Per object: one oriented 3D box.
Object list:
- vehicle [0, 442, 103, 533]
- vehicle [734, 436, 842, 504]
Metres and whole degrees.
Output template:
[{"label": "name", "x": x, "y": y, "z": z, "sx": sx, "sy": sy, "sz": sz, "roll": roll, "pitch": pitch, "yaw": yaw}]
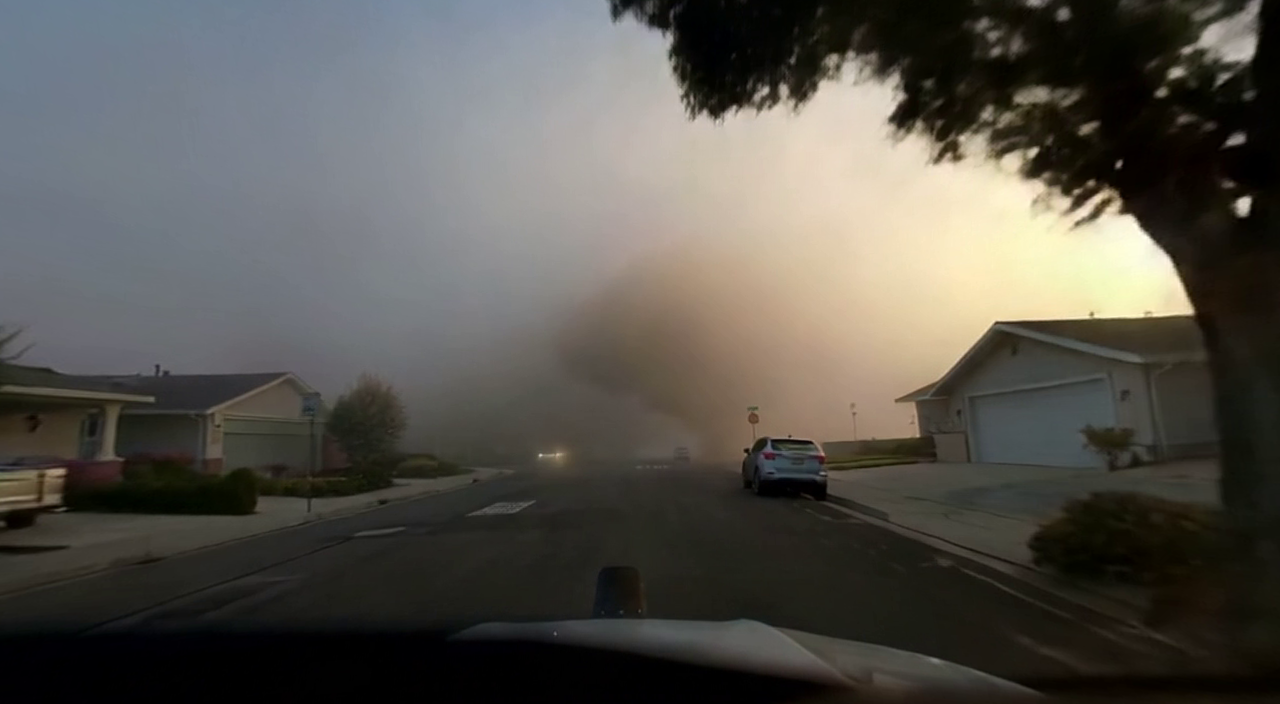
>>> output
[{"label": "vehicle", "x": -12.898, "y": 2.375, "z": 11.339, "sx": 4.615, "sy": 1.491, "sz": 2.025, "roll": 0, "pitch": -9, "yaw": 0}, {"label": "vehicle", "x": 3.710, "y": 3.024, "z": 16.579, "sx": 1.975, "sy": 1.528, "sz": 4.000, "roll": 0, "pitch": -9, "yaw": 2}]
